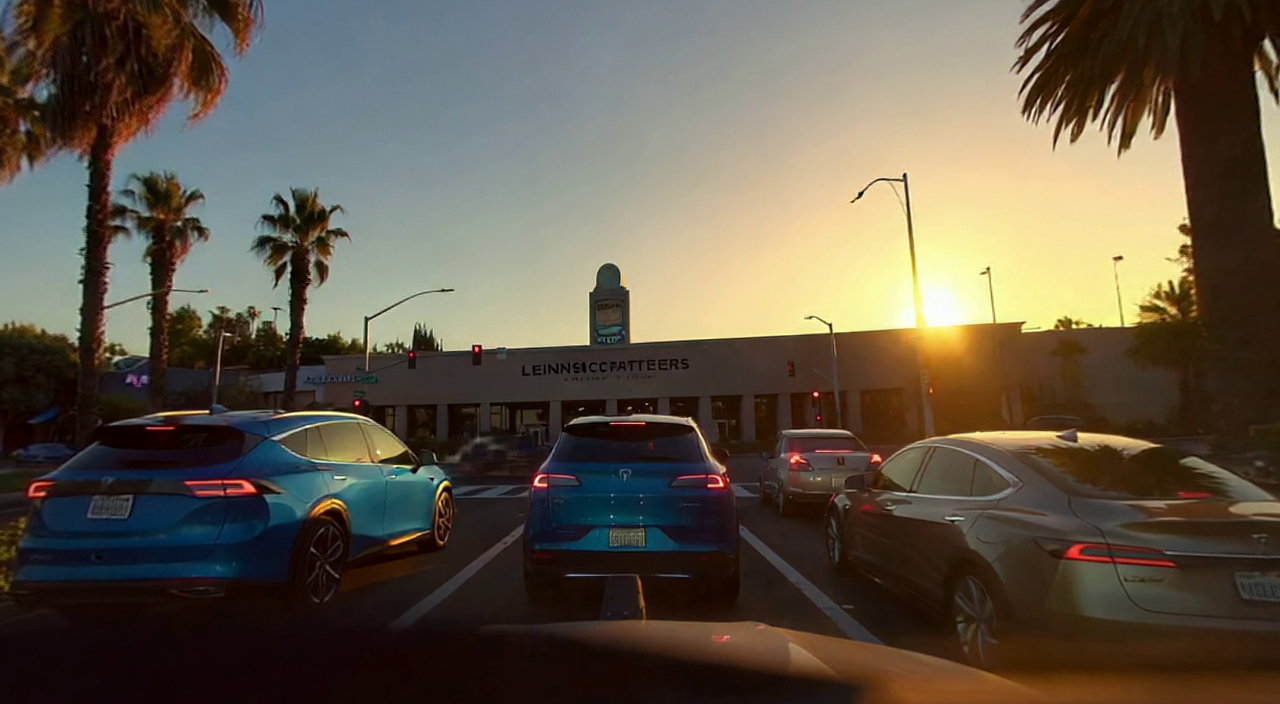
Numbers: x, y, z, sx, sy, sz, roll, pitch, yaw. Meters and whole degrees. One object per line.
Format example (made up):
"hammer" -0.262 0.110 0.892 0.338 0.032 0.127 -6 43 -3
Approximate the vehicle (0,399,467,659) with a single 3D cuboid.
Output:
"vehicle" -3.352 1.381 6.052 2.014 1.534 4.455 0 -8 1

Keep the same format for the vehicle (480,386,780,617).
"vehicle" -0.137 1.459 7.071 2.280 1.747 4.361 0 -8 -2

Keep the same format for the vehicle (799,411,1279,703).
"vehicle" 2.971 1.368 5.262 2.017 1.491 4.611 0 -8 -1
